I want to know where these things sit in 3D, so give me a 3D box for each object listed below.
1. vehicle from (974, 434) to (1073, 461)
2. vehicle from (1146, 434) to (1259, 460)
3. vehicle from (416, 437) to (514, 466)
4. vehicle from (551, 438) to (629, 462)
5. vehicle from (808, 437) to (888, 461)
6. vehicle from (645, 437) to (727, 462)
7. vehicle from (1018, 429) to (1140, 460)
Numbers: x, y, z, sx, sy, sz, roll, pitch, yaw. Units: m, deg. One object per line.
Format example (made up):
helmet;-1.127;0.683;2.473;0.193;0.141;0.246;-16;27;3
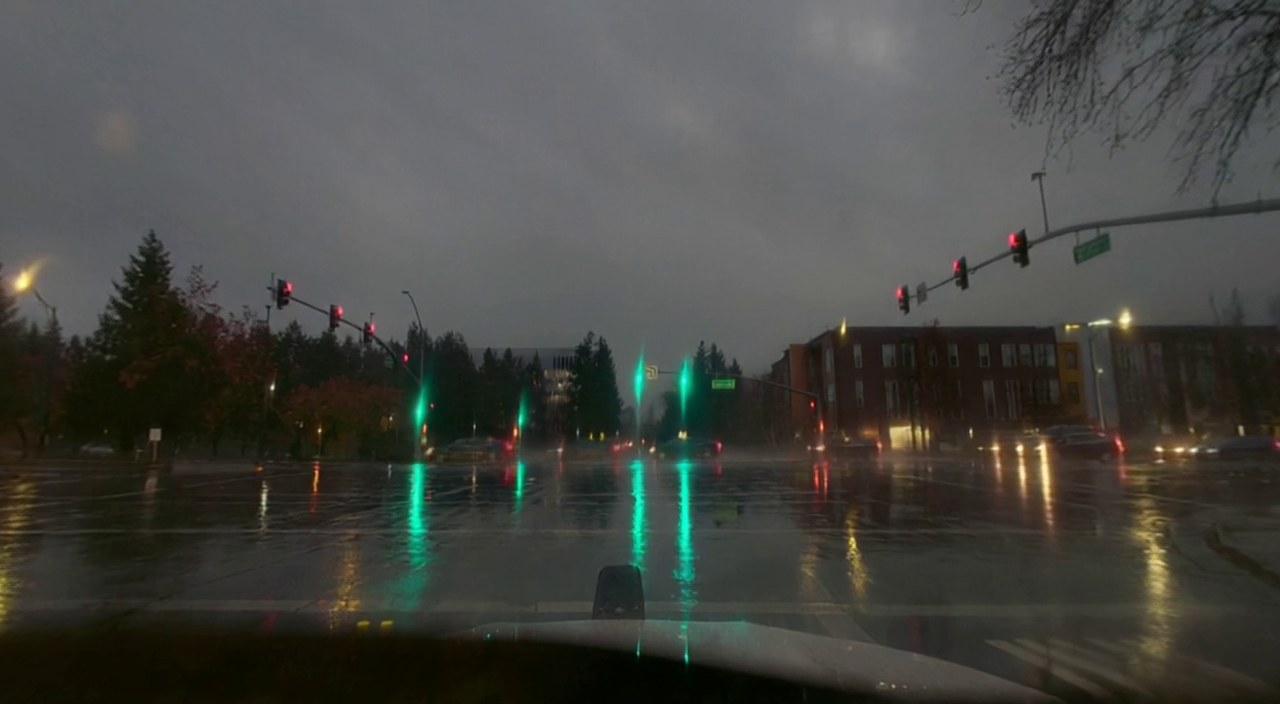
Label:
vehicle;22.204;5.539;36.680;4.519;1.476;1.767;0;-9;1
vehicle;32.646;5.518;36.753;4.724;1.452;1.870;0;-9;0
vehicle;-9.149;5.247;33.259;4.629;1.423;1.833;-1;-9;1
vehicle;-3.116;6.247;40.203;4.759;1.445;1.865;0;-9;0
vehicle;13.171;6.173;40.149;4.443;1.472;1.794;0;-9;1
vehicle;2.613;5.680;36.835;4.631;1.435;1.715;0;-9;-1
vehicle;27.637;5.845;39.924;6.133;1.833;2.155;0;-9;-2
